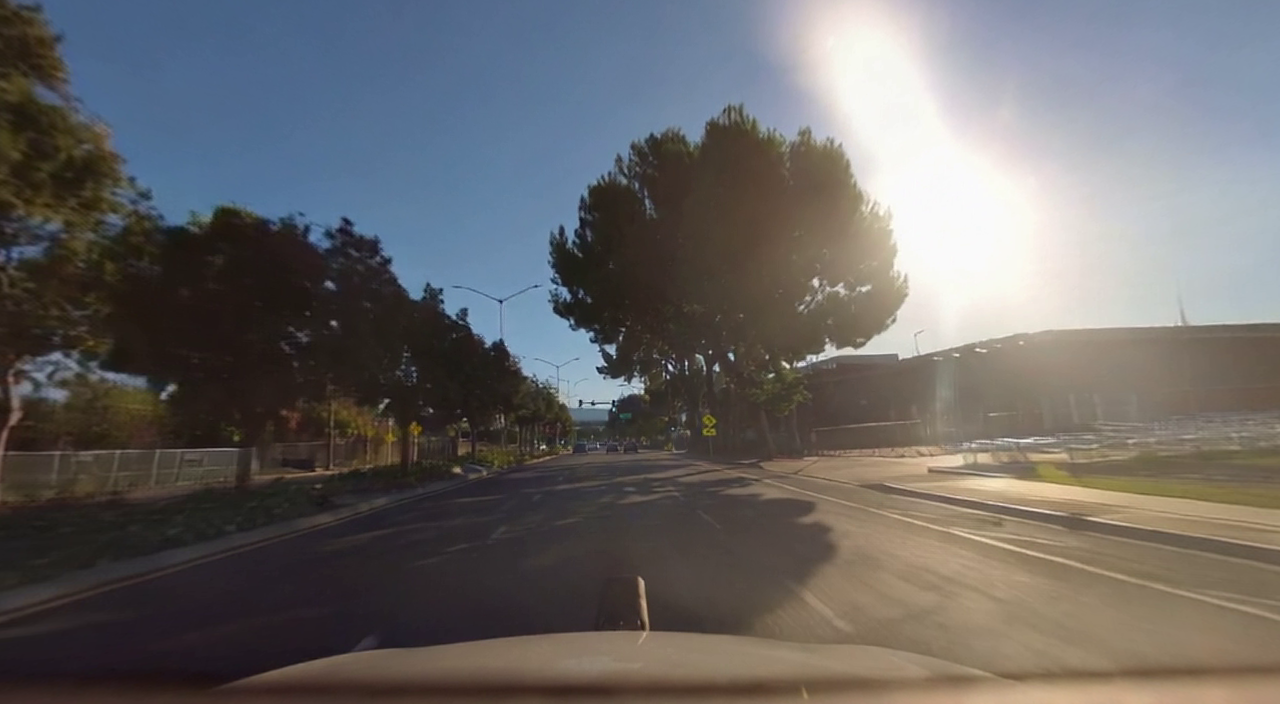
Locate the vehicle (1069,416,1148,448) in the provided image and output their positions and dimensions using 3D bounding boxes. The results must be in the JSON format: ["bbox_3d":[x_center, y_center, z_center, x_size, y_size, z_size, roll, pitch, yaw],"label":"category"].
[{"bbox_3d":[26.121,4.525,35.461,2.055,1.645,4.679,-3,-8,18],"label":"vehicle"}]

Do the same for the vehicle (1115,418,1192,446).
[{"bbox_3d":[29.243,4.604,36.150,1.736,1.440,3.989,-2,-8,13],"label":"vehicle"}]

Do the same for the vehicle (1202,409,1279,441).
[{"bbox_3d":[34.743,4.224,36.160,1.875,1.686,4.455,-3,-8,14],"label":"vehicle"}]
